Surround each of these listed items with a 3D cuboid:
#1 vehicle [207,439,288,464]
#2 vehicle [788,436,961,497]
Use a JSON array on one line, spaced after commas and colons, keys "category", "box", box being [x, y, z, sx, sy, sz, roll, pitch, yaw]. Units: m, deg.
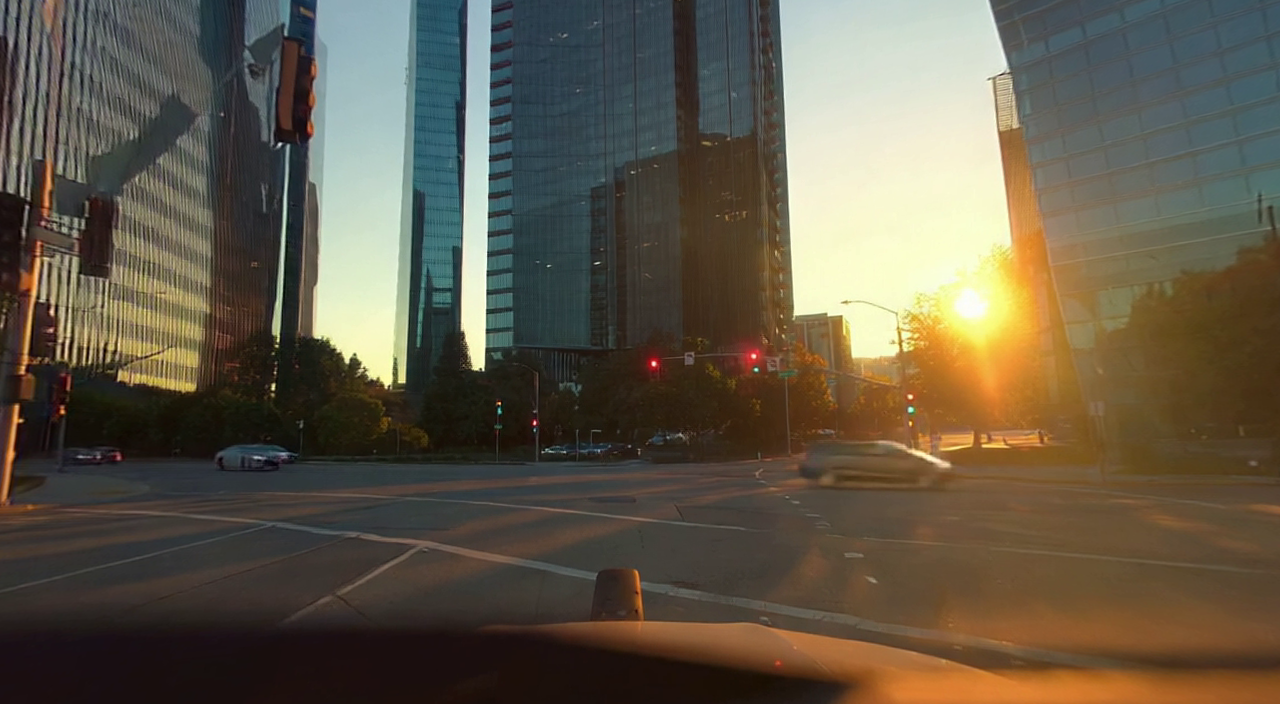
[{"category": "vehicle", "box": [-25.448, 6.442, 40.882, 5.408, 1.505, 2.091, -5, -10, 30]}, {"category": "vehicle", "box": [6.526, 3.166, 17.773, 4.110, 1.511, 1.883, -7, -11, 37]}]
